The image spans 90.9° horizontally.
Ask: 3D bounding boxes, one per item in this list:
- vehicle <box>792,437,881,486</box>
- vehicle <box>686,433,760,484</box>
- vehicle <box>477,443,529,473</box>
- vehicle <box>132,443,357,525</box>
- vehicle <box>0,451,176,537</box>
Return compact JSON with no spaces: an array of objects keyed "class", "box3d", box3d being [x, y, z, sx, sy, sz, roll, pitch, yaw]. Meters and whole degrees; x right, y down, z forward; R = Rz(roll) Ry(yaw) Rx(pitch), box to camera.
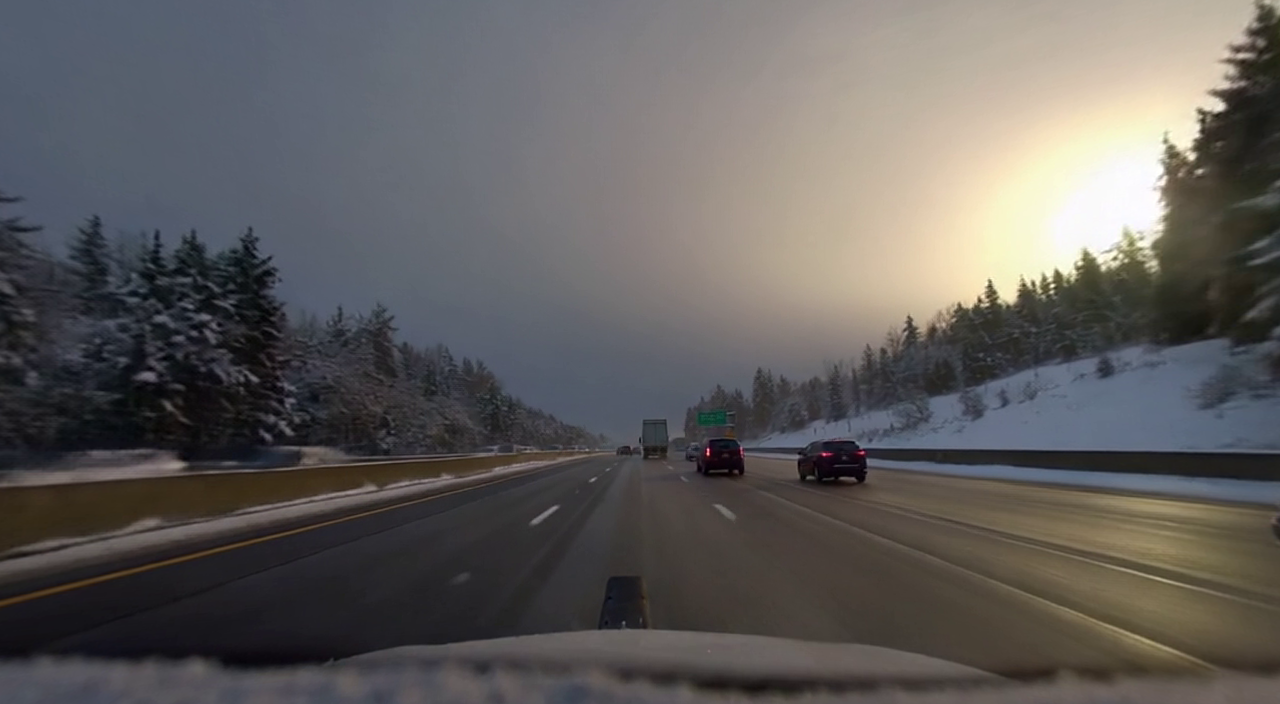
[{"class":"vehicle","box3d":[7.370,4.128,24.139,1.976,1.703,4.288,0,-8,-1]},{"class":"vehicle","box3d":[3.227,4.253,25.501,2.209,1.862,4.717,0,-8,-2]},{"class":"vehicle","box3d":[-7.816,6.068,36.379,1.942,1.600,4.288,0,-8,1]},{"class":"vehicle","box3d":[-8.422,2.802,14.104,1.958,1.503,4.671,0,-9,1]},{"class":"vehicle","box3d":[-12.197,2.814,13.141,1.878,1.459,4.194,0,-9,-1]}]
